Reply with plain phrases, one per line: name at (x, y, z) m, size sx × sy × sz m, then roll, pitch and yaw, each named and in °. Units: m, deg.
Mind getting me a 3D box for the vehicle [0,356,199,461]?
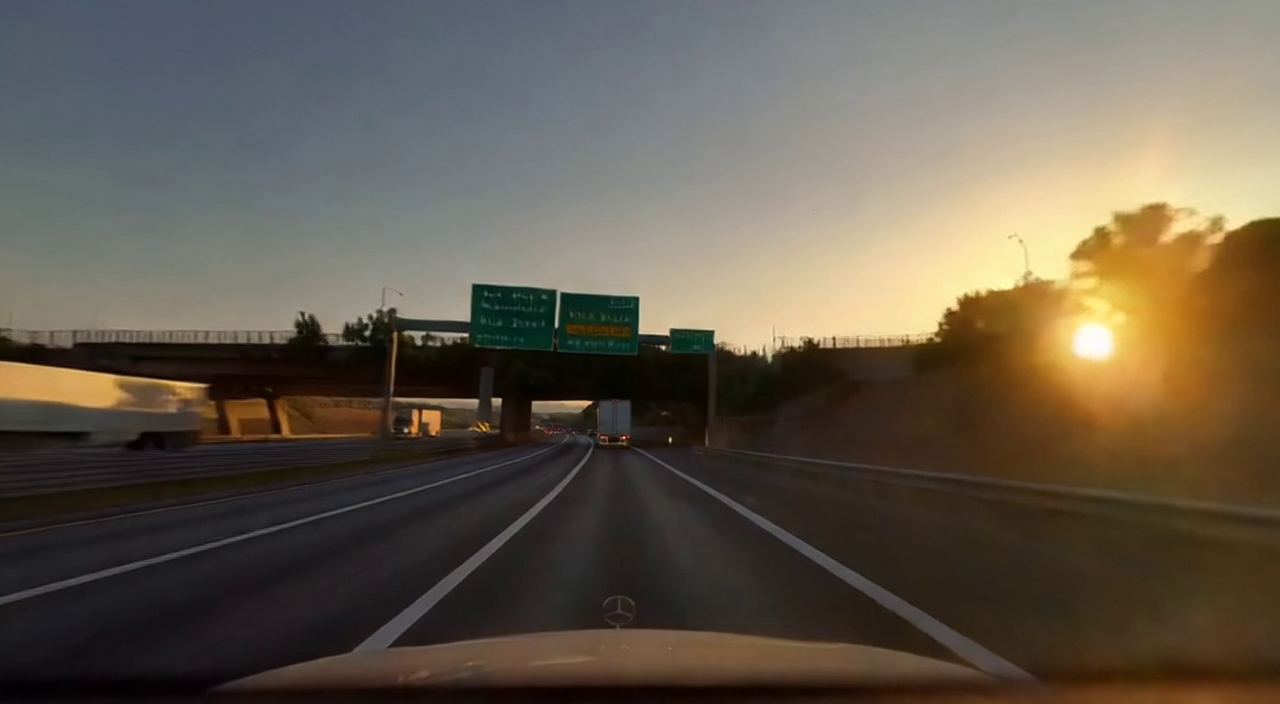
vehicle at (-24.913, 2.648, 27.164) m, size 3.339 × 3.734 × 12.428 m, roll 1°, pitch -8°, yaw -3°
